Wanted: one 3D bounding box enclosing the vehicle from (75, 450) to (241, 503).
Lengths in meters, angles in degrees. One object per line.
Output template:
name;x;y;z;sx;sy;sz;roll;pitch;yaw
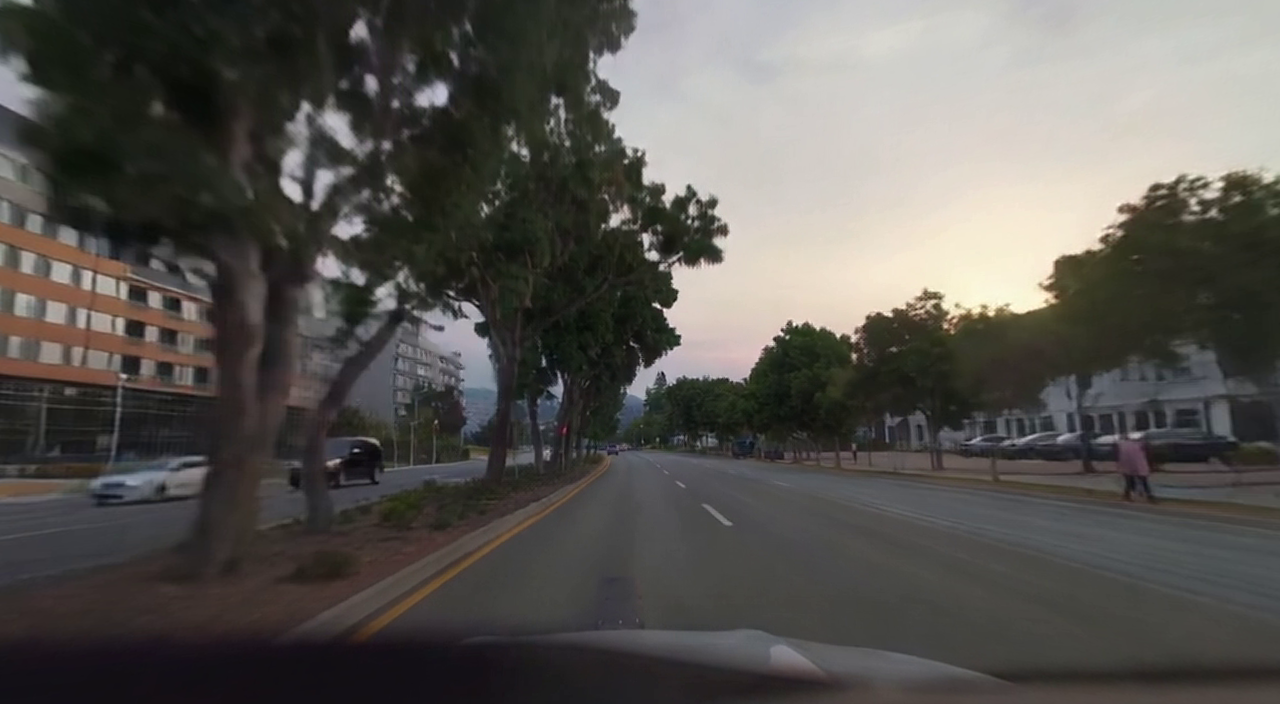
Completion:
vehicle;-15.942;4.104;21.281;1.966;1.523;4.555;0;-9;0

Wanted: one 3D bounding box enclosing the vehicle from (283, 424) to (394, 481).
vehicle;-15.850;5.344;33.789;2.725;2.768;6.120;0;-9;1

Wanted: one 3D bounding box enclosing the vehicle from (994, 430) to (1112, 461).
vehicle;21.967;4.997;33.755;4.739;1.569;2.097;-1;-9;4
